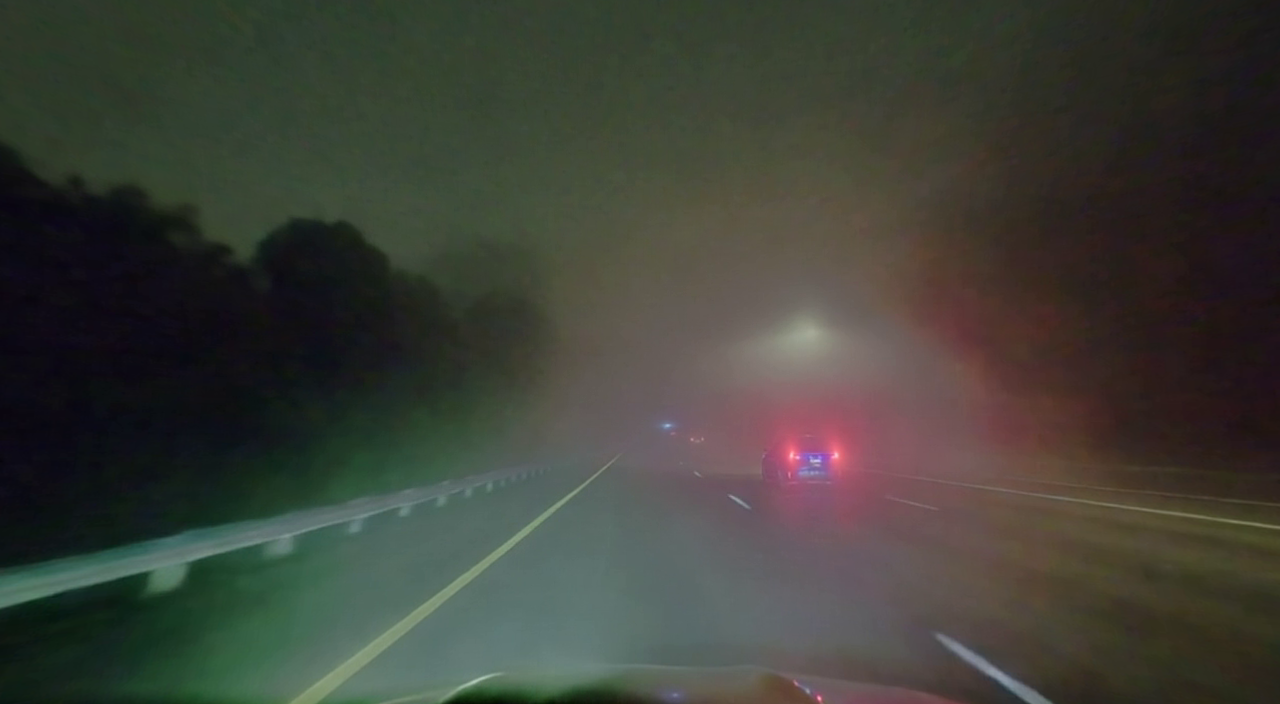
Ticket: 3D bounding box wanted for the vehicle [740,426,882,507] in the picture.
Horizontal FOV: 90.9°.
[{"bbox_3d":[3.679,2.558,14.504,2.050,1.546,4.344,0,-8,0],"label":"vehicle"}]
